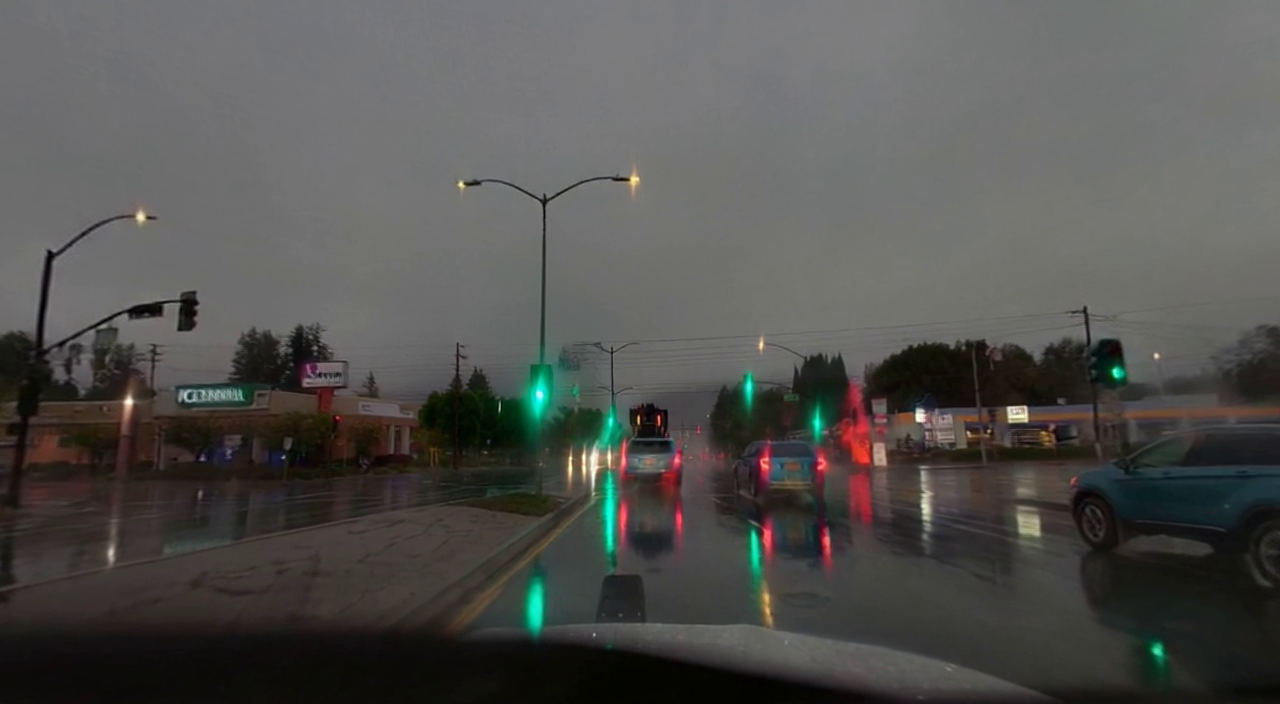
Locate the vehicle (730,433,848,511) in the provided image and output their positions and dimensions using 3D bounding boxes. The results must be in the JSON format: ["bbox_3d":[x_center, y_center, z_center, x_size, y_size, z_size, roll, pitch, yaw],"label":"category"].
[{"bbox_3d":[3.691,3.053,16.502,2.025,1.754,4.311,0,-8,0],"label":"vehicle"}]

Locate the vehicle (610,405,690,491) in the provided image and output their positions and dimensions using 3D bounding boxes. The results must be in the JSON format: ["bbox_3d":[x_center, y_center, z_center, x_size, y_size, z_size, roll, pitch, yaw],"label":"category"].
[{"bbox_3d":[0.332,3.209,21.306,2.370,2.518,3.858,-2,-8,1],"label":"vehicle"}]

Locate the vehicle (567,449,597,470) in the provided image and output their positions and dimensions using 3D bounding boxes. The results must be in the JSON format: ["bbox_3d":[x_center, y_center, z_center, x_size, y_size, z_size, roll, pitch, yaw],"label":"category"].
[{"bbox_3d":[-4.381,8.157,48.030,2.001,1.518,4.316,0,-8,-1],"label":"vehicle"}]

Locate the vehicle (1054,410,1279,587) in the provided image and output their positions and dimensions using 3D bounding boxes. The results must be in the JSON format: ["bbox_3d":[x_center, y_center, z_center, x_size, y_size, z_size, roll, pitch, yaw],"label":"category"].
[{"bbox_3d":[7.171,1.564,7.079,1.982,1.698,4.408,0,-8,0],"label":"vehicle"}]

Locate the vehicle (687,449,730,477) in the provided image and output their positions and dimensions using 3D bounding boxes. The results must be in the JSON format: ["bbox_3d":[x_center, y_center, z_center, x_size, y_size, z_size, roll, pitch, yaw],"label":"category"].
[{"bbox_3d":[3.988,6.536,37.379,1.967,1.515,4.378,0,-8,-1],"label":"vehicle"}]
